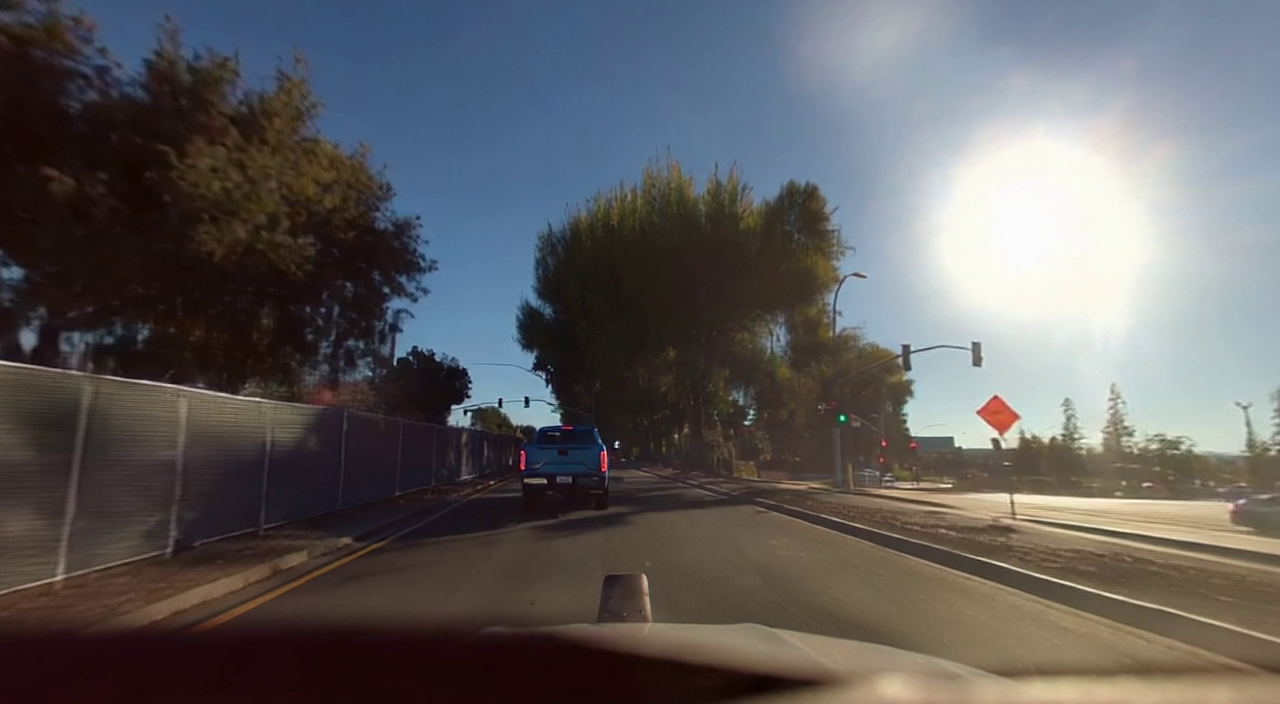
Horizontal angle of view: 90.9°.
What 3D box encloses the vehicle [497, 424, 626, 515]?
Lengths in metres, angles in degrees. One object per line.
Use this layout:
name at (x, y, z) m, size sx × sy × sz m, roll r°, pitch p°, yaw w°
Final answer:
vehicle at (-1.625, 2.633, 14.757) m, size 2.436 × 1.698 × 5.322 m, roll 0°, pitch -8°, yaw -3°
